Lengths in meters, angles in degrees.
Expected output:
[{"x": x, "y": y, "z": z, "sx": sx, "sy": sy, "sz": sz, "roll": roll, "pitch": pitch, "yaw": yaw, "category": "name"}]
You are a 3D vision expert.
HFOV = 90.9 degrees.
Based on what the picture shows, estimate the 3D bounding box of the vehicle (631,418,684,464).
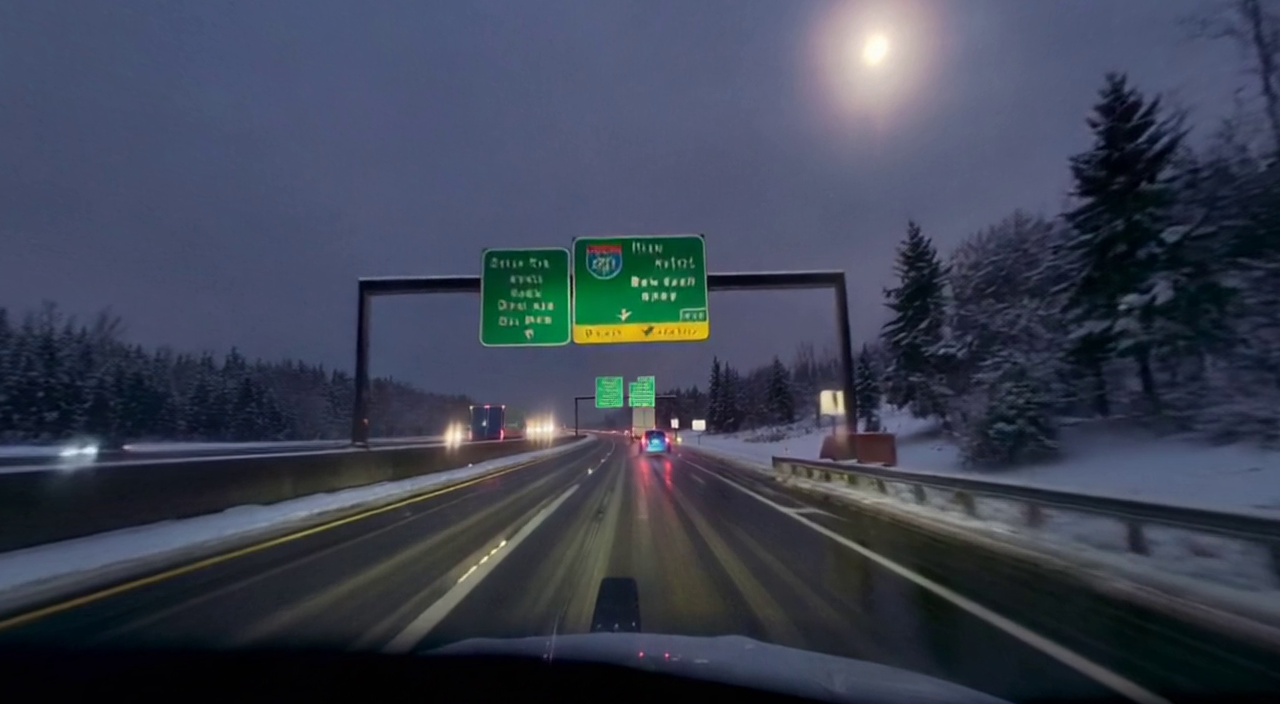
[{"x": 0.701, "y": 4.044, "z": 28.712, "sx": 2.076, "sy": 1.914, "sz": 4.287, "roll": 0, "pitch": -8, "yaw": -3, "category": "vehicle"}]
